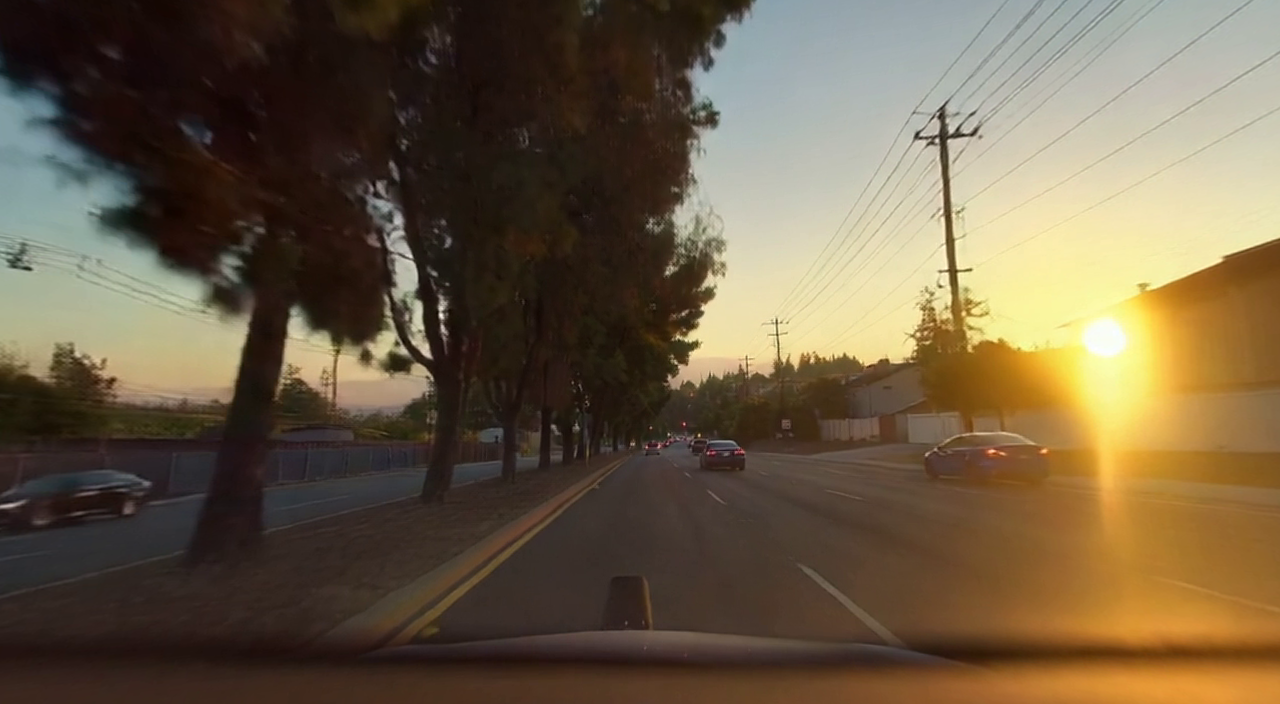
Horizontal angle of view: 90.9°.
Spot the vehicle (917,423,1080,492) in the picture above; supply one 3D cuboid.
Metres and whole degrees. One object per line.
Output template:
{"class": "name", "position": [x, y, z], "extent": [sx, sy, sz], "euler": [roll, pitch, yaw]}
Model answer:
{"class": "vehicle", "position": [9.890, 2.934, 17.894], "extent": [1.978, 1.700, 4.461], "euler": [0, -8, 0]}

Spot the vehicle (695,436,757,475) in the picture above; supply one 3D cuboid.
{"class": "vehicle", "position": [3.554, 4.364, 26.799], "extent": [2.063, 1.481, 4.247], "euler": [0, -8, 0]}

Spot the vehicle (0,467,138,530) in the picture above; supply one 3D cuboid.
{"class": "vehicle", "position": [-17.775, 4.248, 18.716], "extent": [1.952, 1.468, 4.487], "euler": [0, -8, 1]}
